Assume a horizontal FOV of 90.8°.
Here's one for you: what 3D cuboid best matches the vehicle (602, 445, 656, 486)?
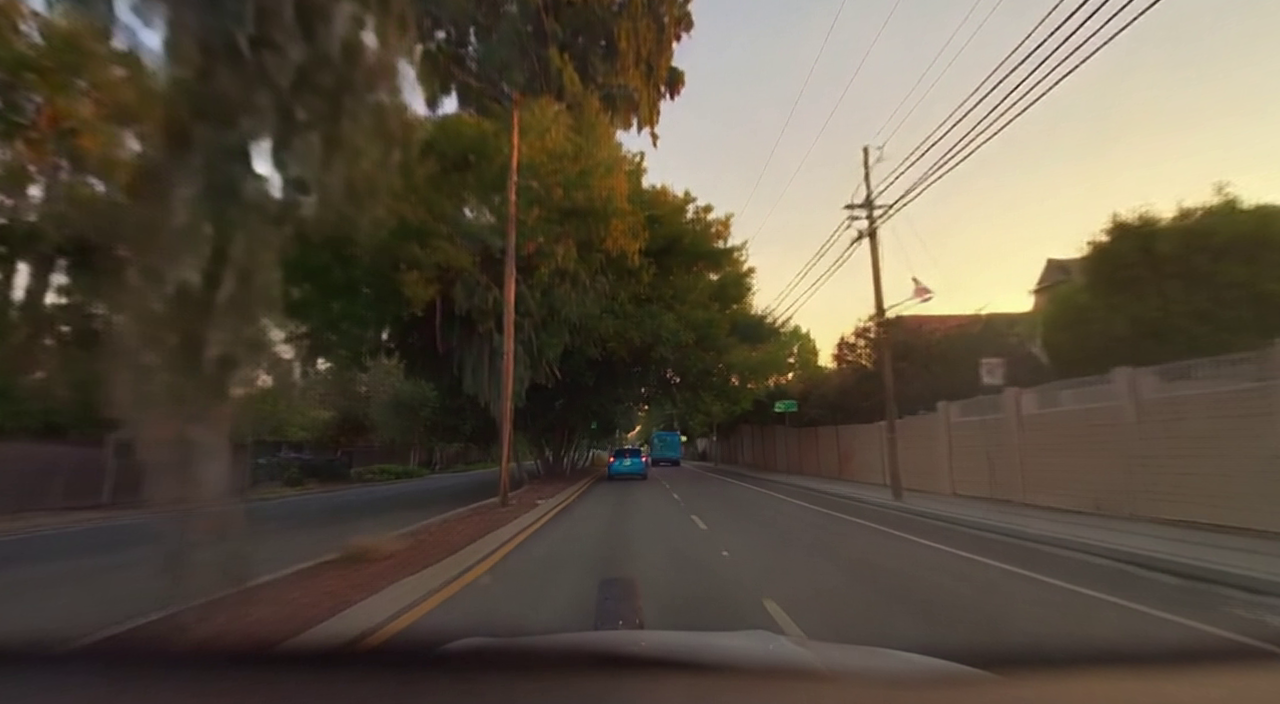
[{"bbox_3d":[-0.411,4.592,25.833,2.018,1.511,3.993,0,-9,0],"label":"vehicle"}]
